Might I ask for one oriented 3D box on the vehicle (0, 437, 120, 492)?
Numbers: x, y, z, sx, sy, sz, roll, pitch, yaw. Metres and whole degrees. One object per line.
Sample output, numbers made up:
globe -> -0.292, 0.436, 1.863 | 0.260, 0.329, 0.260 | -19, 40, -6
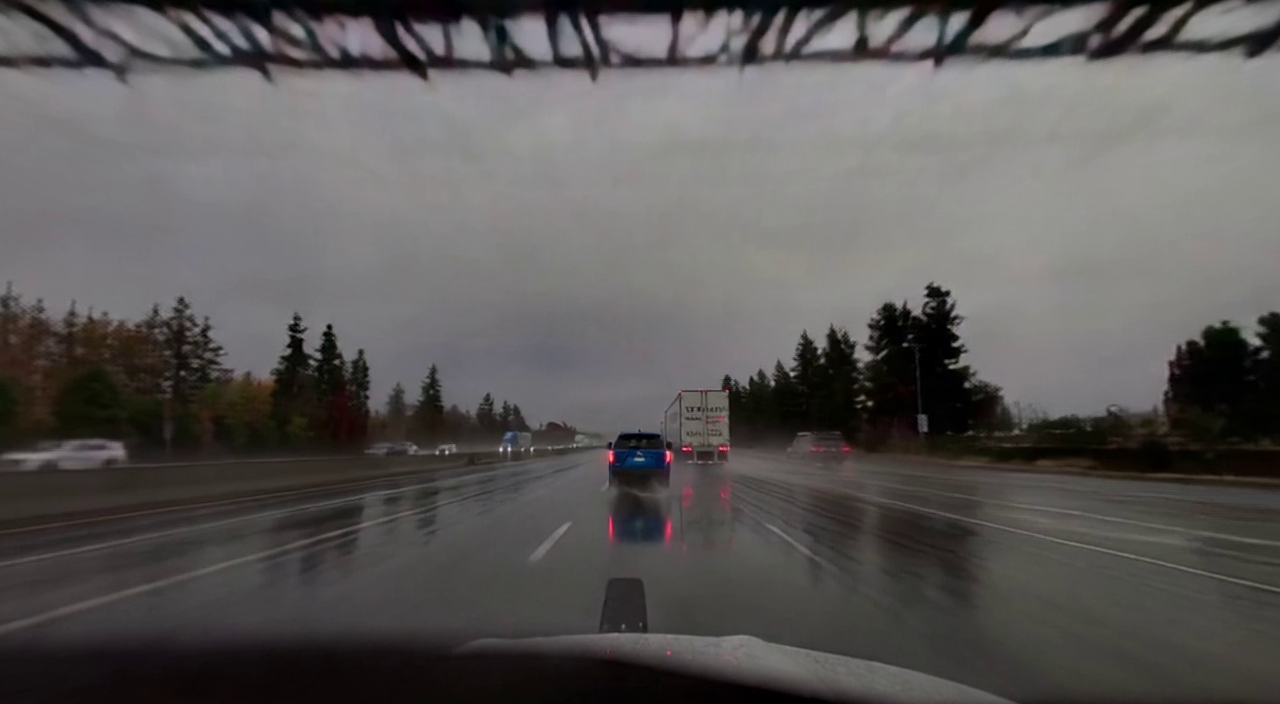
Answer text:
vehicle -> -25.846, 4.735, 26.814 | 2.248, 2.077, 5.797 | 0, -8, 1

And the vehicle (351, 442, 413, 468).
vehicle -> -18.563, 7.422, 45.522 | 2.112, 1.778, 5.417 | 0, -8, 1

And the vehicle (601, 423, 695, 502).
vehicle -> 0.189, 2.731, 15.930 | 2.054, 1.706, 4.201 | 0, -8, 1

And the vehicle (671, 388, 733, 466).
vehicle -> 3.682, 5.133, 41.380 | 2.909, 4.135, 15.820 | -1, -8, 2
